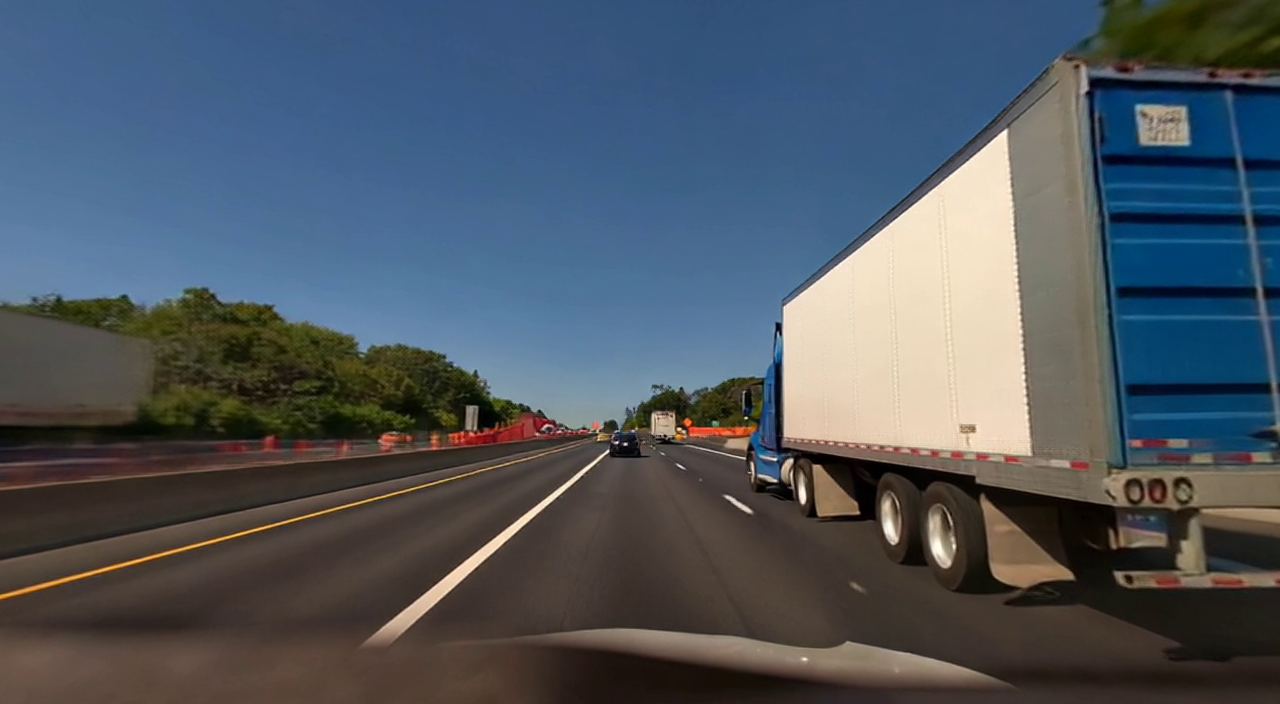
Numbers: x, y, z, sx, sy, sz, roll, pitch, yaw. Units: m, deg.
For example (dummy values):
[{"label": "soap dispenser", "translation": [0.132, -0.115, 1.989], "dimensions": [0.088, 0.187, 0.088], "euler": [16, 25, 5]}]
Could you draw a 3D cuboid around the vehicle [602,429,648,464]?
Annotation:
[{"label": "vehicle", "translation": [-0.668, 4.203, 28.241], "dimensions": [1.929, 1.469, 3.677], "euler": [0, -8, -1]}]

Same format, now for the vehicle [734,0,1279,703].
[{"label": "vehicle", "translation": [3.744, 0.563, 8.593], "dimensions": [2.919, 3.634, 10.888], "euler": [0, -8, -2]}]

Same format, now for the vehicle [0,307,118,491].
[{"label": "vehicle", "translation": [-15.351, 0.293, 8.271], "dimensions": [2.966, 3.989, 16.891], "euler": [0, -8, -1]}]
